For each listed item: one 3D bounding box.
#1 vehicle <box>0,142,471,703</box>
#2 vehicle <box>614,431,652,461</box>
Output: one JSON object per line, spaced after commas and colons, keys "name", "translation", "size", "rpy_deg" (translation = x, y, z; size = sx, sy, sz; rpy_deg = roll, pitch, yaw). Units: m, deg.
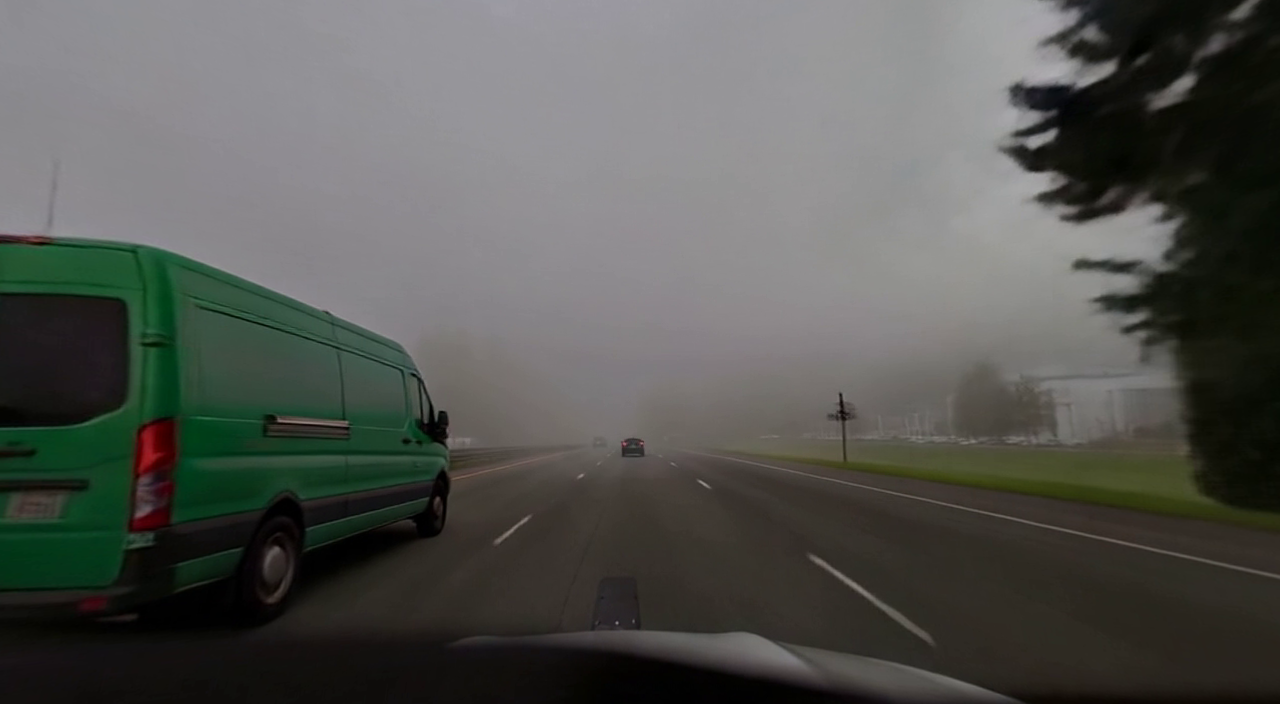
{"name": "vehicle", "translation": [-3.427, 0.745, 5.457], "size": [2.424, 2.577, 5.828], "rpy_deg": [0, -8, -2]}
{"name": "vehicle", "translation": [-0.425, 5.569, 37.534], "size": [2.104, 1.646, 4.176], "rpy_deg": [0, -8, -1]}
